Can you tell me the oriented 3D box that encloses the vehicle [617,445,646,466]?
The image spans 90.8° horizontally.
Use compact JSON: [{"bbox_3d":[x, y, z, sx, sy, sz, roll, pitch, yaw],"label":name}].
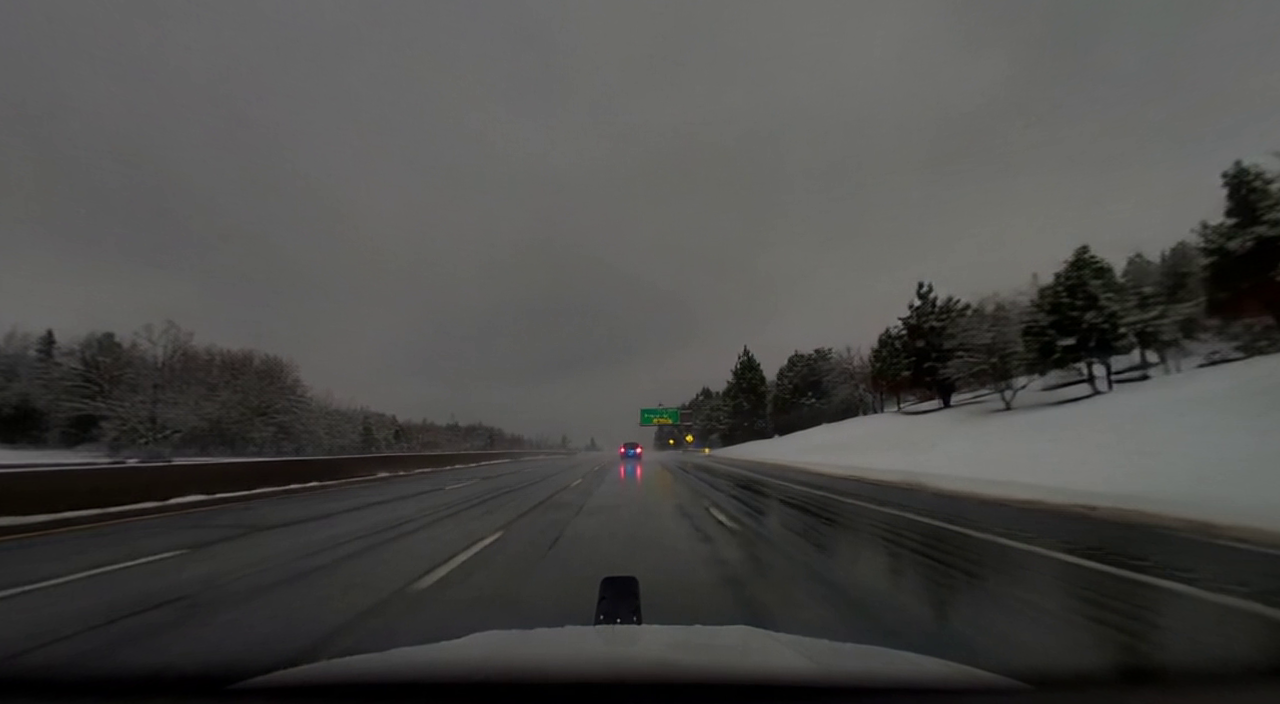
[{"bbox_3d":[-0.642,7.775,47.512,2.080,1.468,3.884,0,-8,-1],"label":"vehicle"}]
